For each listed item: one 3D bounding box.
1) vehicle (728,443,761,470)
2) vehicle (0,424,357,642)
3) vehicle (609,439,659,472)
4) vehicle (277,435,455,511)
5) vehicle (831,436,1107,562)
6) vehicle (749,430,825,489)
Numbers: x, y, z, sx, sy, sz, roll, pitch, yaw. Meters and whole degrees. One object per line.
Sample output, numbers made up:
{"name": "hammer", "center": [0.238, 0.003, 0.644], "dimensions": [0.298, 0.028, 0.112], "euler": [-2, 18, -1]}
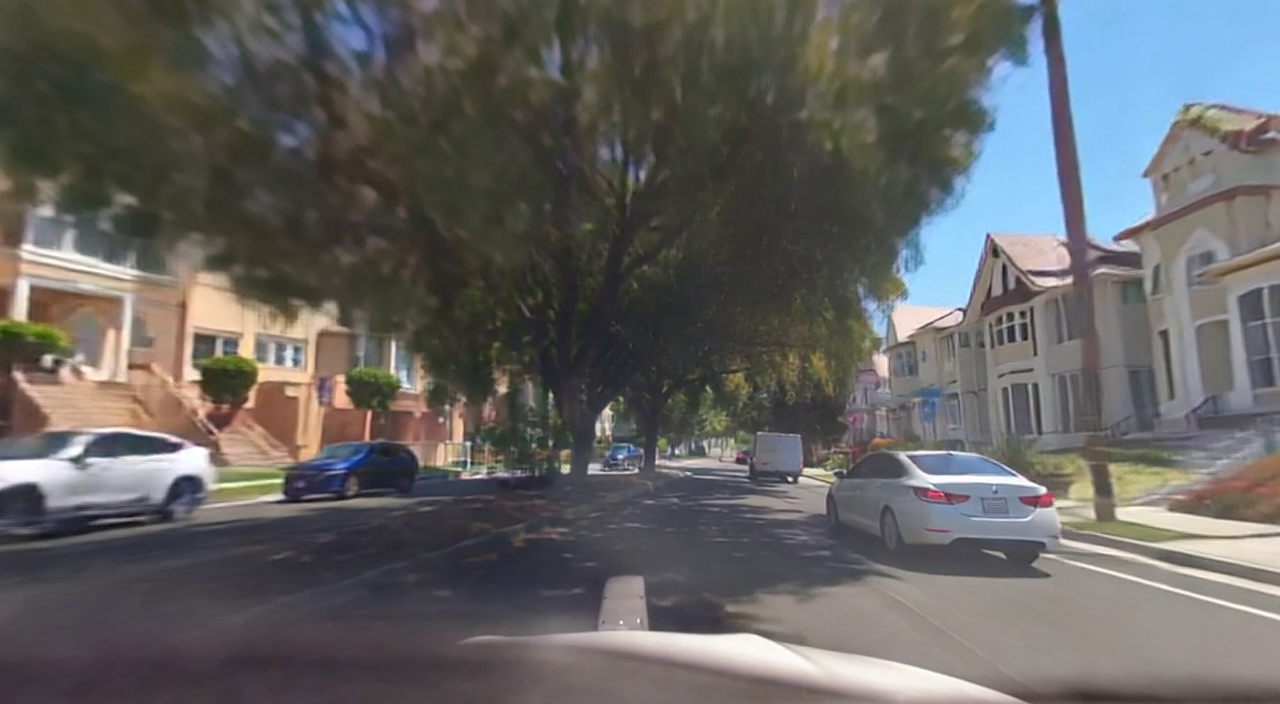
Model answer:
{"name": "vehicle", "center": [6.528, 6.487, 39.381], "dimensions": [1.923, 1.576, 4.026], "euler": [-1, -9, 10]}
{"name": "vehicle", "center": [-5.236, 1.537, 6.613], "dimensions": [2.081, 1.453, 4.698], "euler": [-3, -6, 6]}
{"name": "vehicle", "center": [-0.326, 6.717, 41.368], "dimensions": [2.069, 1.820, 4.388], "euler": [-4, -7, 16]}
{"name": "vehicle", "center": [-6.683, 2.958, 16.069], "dimensions": [2.023, 1.518, 4.388], "euler": [-3, -7, 10]}
{"name": "vehicle", "center": [4.876, 2.221, 10.349], "dimensions": [2.096, 1.552, 4.519], "euler": [1, -9, 0]}
{"name": "vehicle", "center": [5.451, 4.061, 24.076], "dimensions": [2.109, 2.002, 4.424], "euler": [0, -9, 4]}
